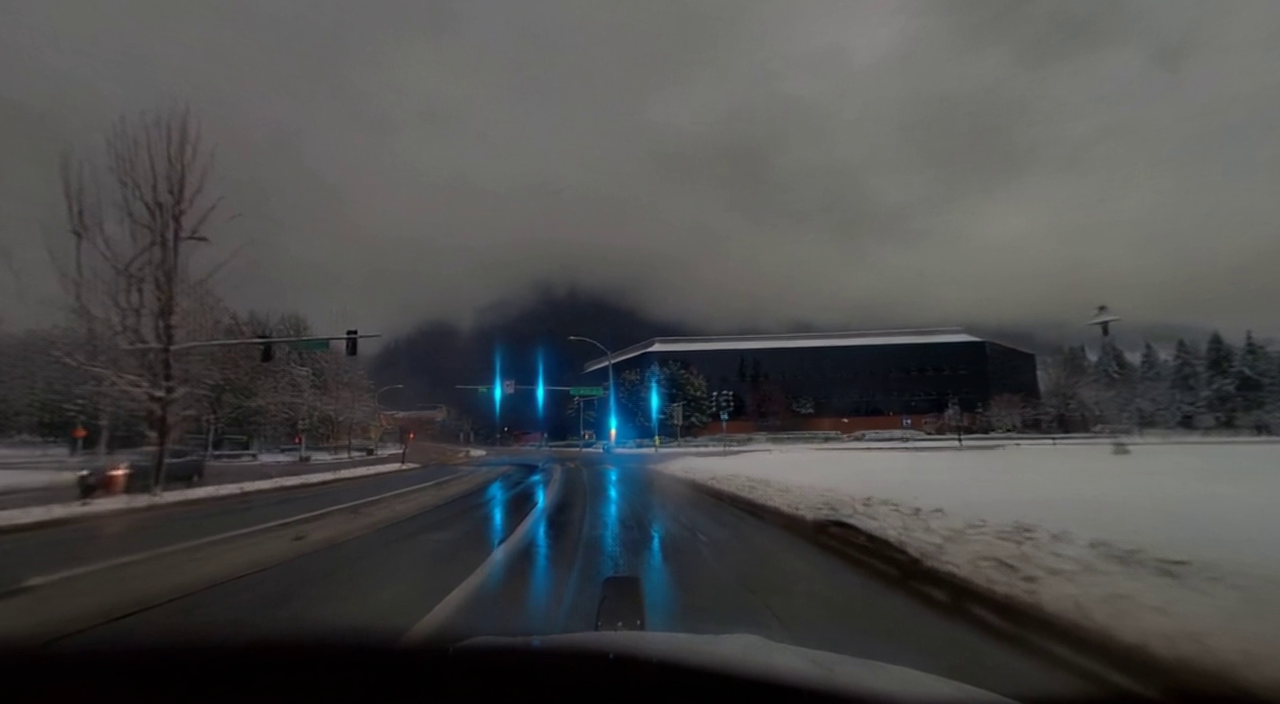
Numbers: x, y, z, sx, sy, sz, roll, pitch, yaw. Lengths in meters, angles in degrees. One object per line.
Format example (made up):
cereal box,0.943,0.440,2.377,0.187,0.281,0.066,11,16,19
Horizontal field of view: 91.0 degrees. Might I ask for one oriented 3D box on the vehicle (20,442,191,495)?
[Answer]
vehicle,-17.769,3.868,21.306,1.870,1.594,4.447,0,-9,-1
